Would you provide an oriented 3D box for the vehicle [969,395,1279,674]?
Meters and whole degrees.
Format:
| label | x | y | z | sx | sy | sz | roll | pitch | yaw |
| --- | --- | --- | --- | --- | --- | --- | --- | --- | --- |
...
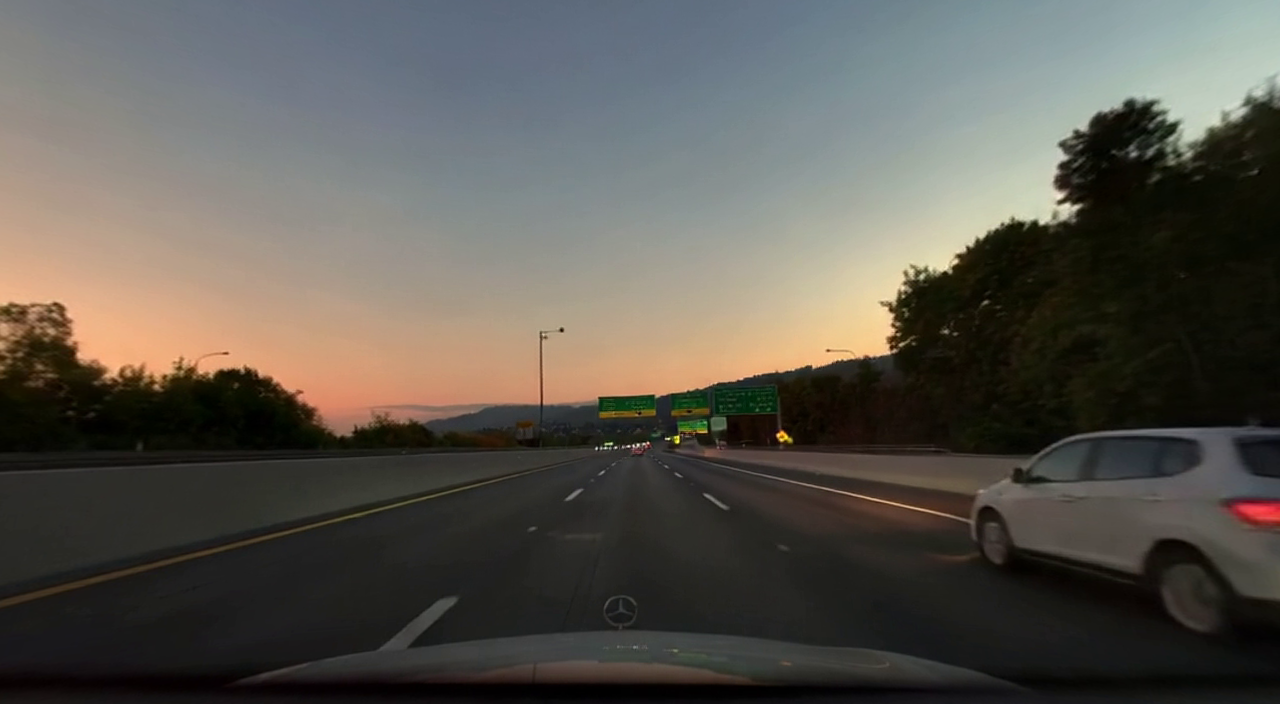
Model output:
| label | x | y | z | sx | sy | sz | roll | pitch | yaw |
| --- | --- | --- | --- | --- | --- | --- | --- | --- | --- |
| vehicle | 4.541 | 1.179 | 4.624 | 1.984 | 1.540 | 3.973 | -1 | -9 | -1 |
